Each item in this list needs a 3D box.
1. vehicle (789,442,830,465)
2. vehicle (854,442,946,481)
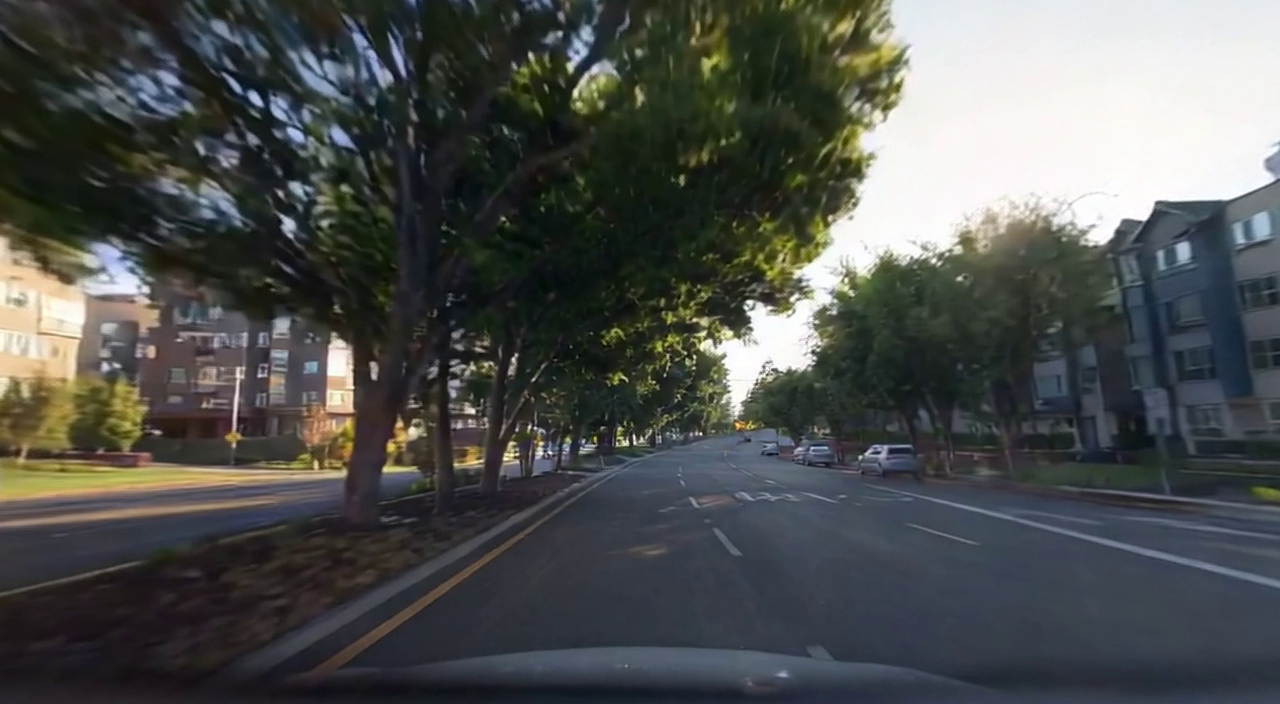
[{"bbox_3d":[11.703,7.006,43.791,1.876,1.450,4.596,-1,-8,4],"label":"vehicle"},{"bbox_3d":[10.687,4.523,26.379,1.897,1.455,4.586,0,-8,0],"label":"vehicle"}]
